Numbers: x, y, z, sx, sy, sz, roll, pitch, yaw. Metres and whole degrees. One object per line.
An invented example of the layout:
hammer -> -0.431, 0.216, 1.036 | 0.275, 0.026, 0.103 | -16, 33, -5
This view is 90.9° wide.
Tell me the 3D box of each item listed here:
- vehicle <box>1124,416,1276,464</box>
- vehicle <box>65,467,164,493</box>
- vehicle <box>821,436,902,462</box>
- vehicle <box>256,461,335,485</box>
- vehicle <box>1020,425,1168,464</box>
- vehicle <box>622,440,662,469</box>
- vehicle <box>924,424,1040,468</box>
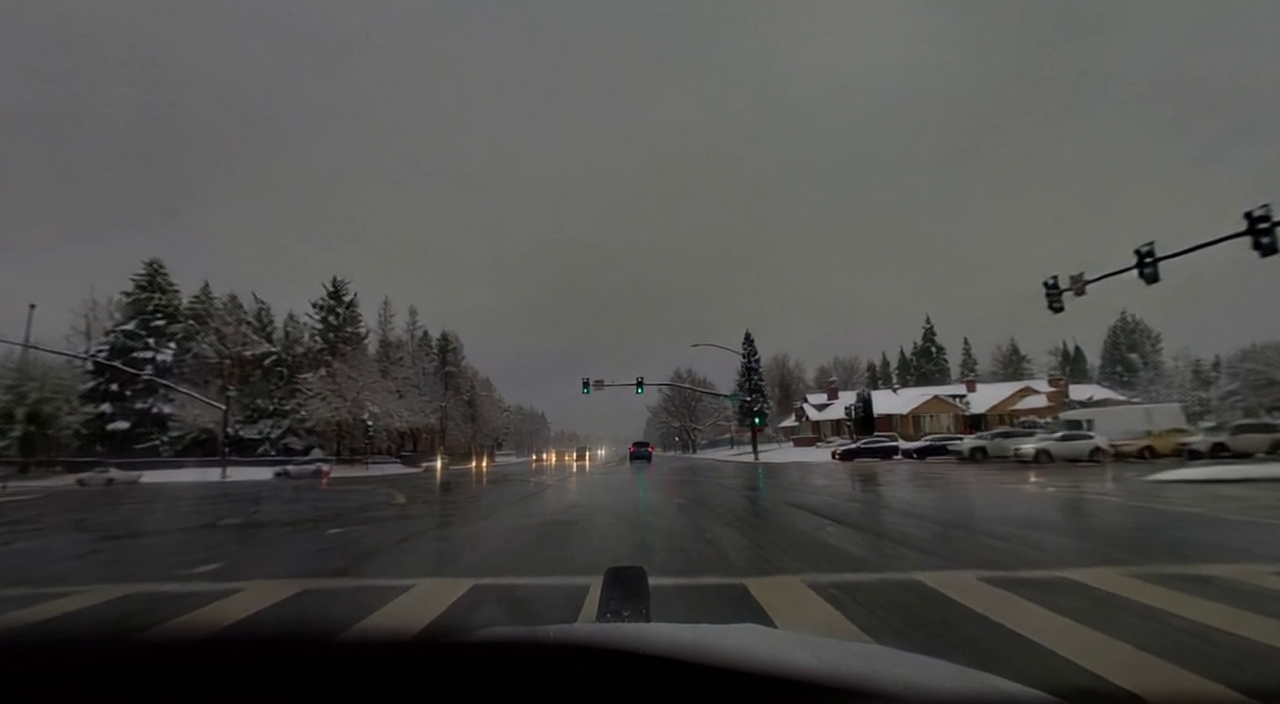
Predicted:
vehicle -> 25.261, 3.985, 28.566 | 4.897, 1.637, 1.895 | -5, -8, 1
vehicle -> -34.084, 8.302, 41.001 | 4.413, 1.487, 1.915 | 2, -9, -15
vehicle -> 15.088, 6.651, 43.196 | 4.732, 1.713, 2.257 | -1, -9, 3
vehicle -> -24.386, 8.555, 44.765 | 2.024, 1.511, 4.403 | -8, -11, 41
vehicle -> 18.468, 3.787, 25.794 | 4.474, 1.482, 1.937 | 0, -9, 1
vehicle -> 0.125, 6.535, 40.342 | 2.437, 1.737, 4.420 | 0, -9, 0
vehicle -> 17.426, 4.797, 32.311 | 4.554, 1.704, 2.121 | -6, -8, 1
